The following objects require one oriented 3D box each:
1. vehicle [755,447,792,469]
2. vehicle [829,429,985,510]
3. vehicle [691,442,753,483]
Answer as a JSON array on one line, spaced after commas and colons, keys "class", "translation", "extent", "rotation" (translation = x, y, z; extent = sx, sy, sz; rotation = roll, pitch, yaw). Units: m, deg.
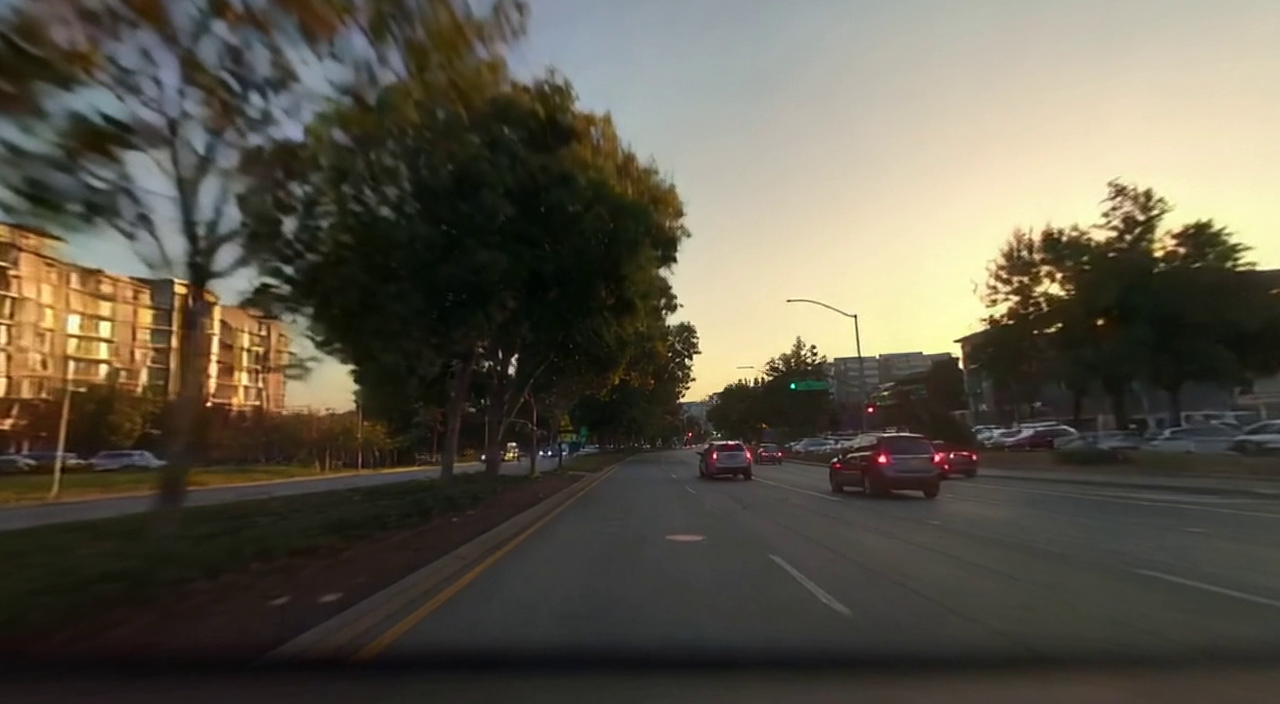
[{"class": "vehicle", "translation": [10.172, 8.060, 48.383], "extent": [1.842, 1.569, 4.122], "rotation": [0, -9, -1]}, {"class": "vehicle", "translation": [6.644, 2.954, 16.397], "extent": [1.946, 1.773, 4.641], "rotation": [0, -9, -1]}, {"class": "vehicle", "translation": [3.320, 4.554, 26.283], "extent": [1.917, 1.538, 4.259], "rotation": [0, -9, -1]}]
